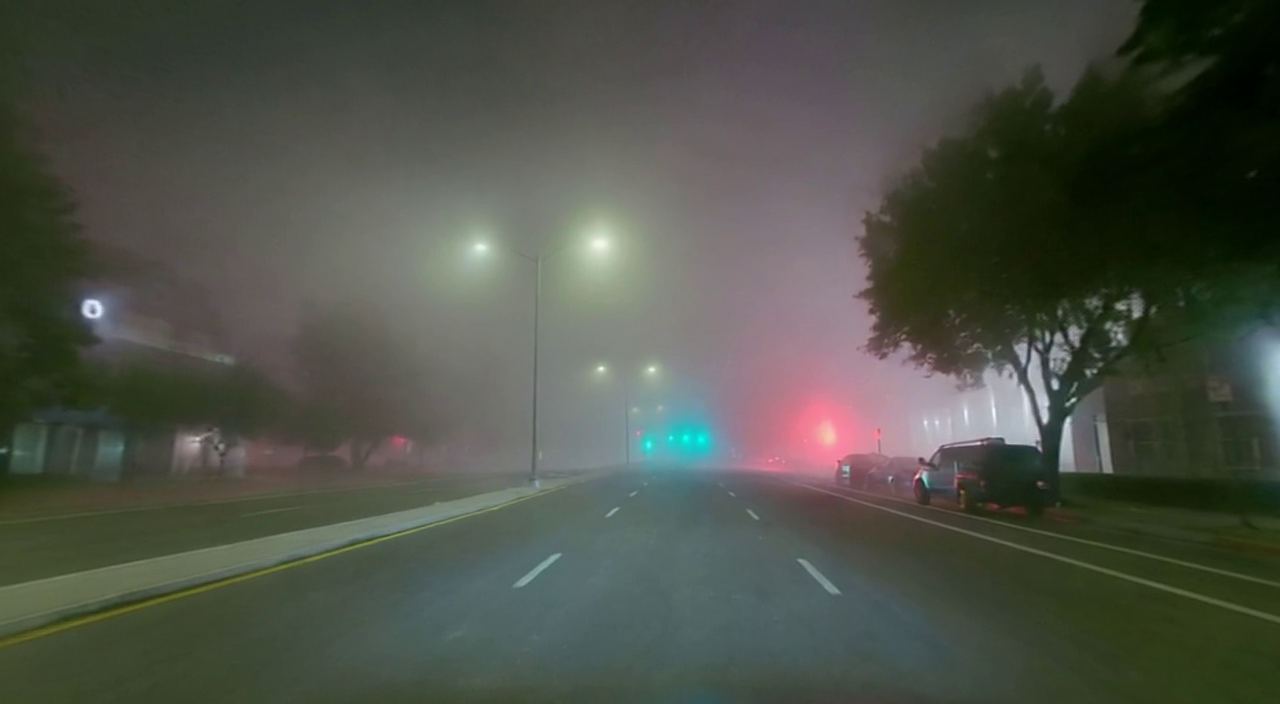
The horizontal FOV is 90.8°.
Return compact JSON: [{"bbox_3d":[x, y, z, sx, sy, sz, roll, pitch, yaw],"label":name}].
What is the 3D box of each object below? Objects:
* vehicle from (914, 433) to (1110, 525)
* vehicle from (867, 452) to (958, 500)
[{"bbox_3d":[8.668,2.944,15.342,2.152,1.869,4.476,0,-8,2],"label":"vehicle"},{"bbox_3d":[9.347,4.245,22.017,1.714,1.439,4.020,-1,-8,6],"label":"vehicle"}]
